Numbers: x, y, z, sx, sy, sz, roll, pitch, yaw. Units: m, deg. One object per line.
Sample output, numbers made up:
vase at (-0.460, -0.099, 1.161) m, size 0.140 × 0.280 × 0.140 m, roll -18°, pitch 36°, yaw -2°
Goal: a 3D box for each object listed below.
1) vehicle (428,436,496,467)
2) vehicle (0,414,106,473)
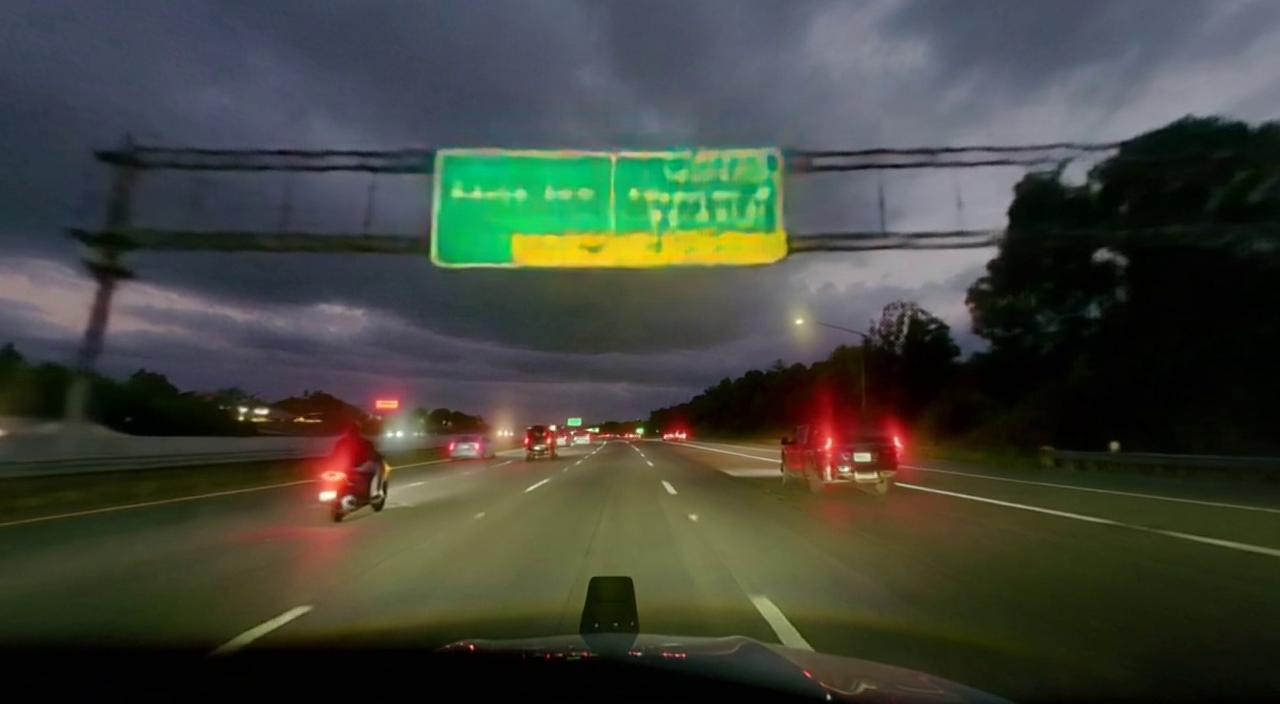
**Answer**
vehicle at (-8.698, 4.860, 31.220) m, size 2.053 × 1.409 × 4.704 m, roll 0°, pitch -8°, yaw -1°
vehicle at (-16.853, 2.399, 16.593) m, size 1.838 × 1.466 × 4.221 m, roll 0°, pitch -8°, yaw 0°
